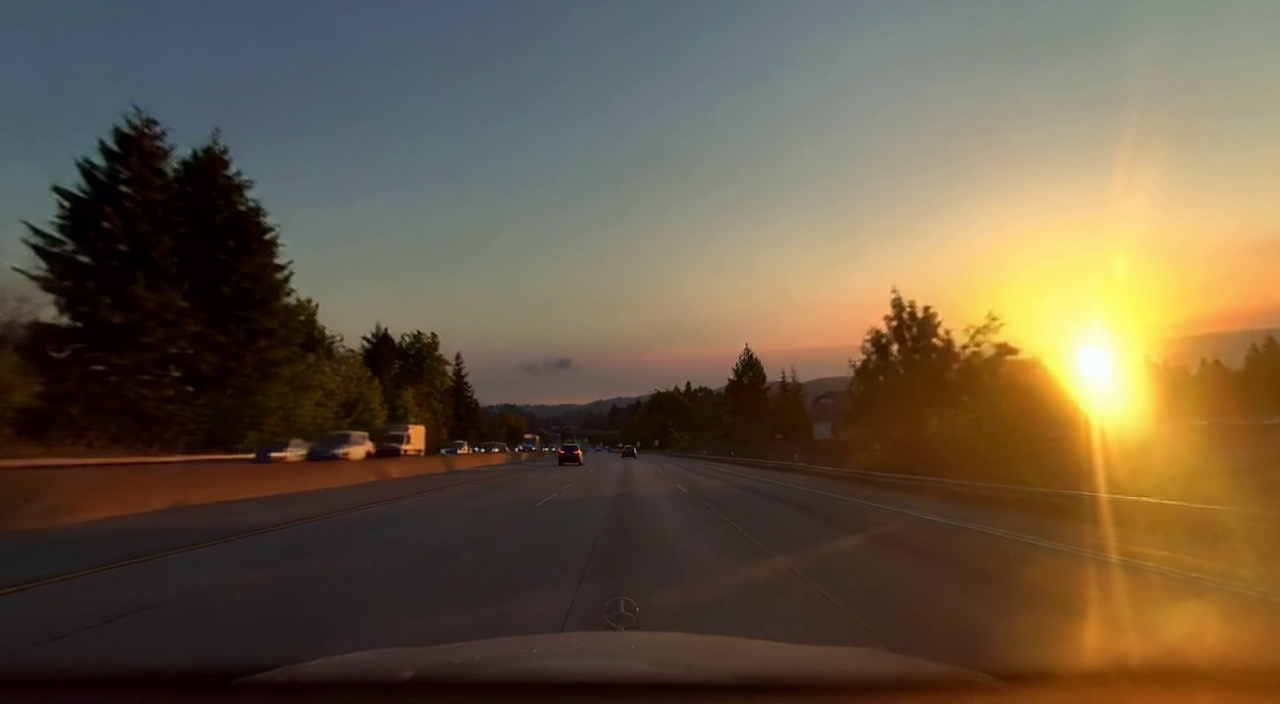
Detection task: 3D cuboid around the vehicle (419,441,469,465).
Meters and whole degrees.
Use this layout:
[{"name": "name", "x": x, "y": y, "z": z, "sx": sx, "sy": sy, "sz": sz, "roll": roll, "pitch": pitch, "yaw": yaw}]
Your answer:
[{"name": "vehicle", "x": -13.602, "y": 7.038, "z": 43.774, "sx": 2.021, "sy": 1.520, "sz": 4.580, "roll": 0, "pitch": -9, "yaw": -1}]

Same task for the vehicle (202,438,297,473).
[{"name": "vehicle", "x": -18.536, "y": 4.939, "z": 29.988, "sx": 1.907, "sy": 1.516, "sz": 4.127, "roll": 0, "pitch": -9, "yaw": 0}]

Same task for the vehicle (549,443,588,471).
[{"name": "vehicle", "x": -4.558, "y": 6.782, "z": 40.594, "sx": 2.098, "sy": 1.692, "sz": 4.038, "roll": 0, "pitch": -9, "yaw": -1}]

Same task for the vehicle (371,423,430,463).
[{"name": "vehicle", "x": -18.530, "y": 7.132, "z": 48.815, "sx": 2.305, "sy": 2.886, "sz": 6.006, "roll": 0, "pitch": -9, "yaw": -1}]

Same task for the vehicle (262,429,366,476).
[{"name": "vehicle", "x": -13.252, "y": 4.129, "z": 25.840, "sx": 1.956, "sy": 1.714, "sz": 4.432, "roll": 0, "pitch": -9, "yaw": -1}]
